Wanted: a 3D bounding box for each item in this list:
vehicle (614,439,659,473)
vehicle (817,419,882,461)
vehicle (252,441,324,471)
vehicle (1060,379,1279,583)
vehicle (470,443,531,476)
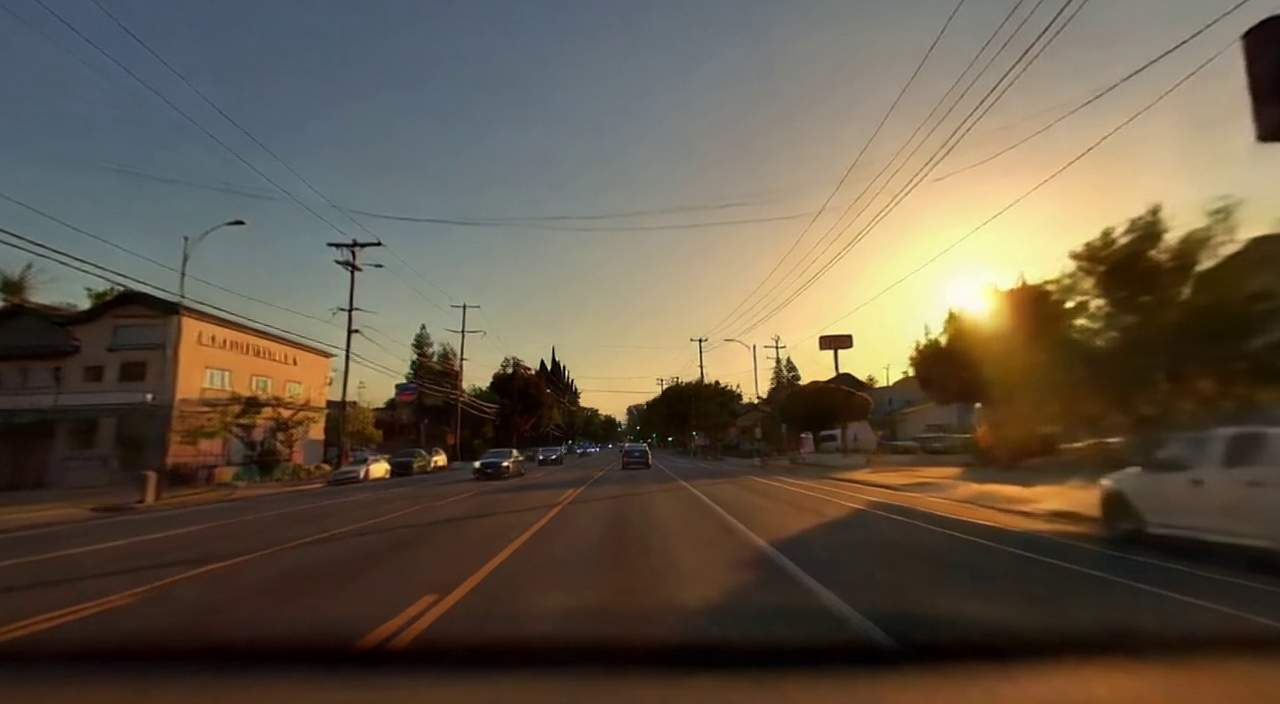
[{"bbox_3d":[-0.173,5.109,31.407,2.067,1.547,4.513,0,-8,-1],"label":"vehicle"},{"bbox_3d":[13.870,5.912,42.326,2.449,2.564,5.877,0,-9,2],"label":"vehicle"},{"bbox_3d":[-20.956,6.185,37.851,1.911,1.663,4.115,0,-8,0],"label":"vehicle"},{"bbox_3d":[7.689,1.401,7.025,2.257,2.072,5.376,0,-8,-1],"label":"vehicle"},{"bbox_3d":[-6.653,5.150,30.528,1.930,1.450,4.234,0,-8,1],"label":"vehicle"}]
